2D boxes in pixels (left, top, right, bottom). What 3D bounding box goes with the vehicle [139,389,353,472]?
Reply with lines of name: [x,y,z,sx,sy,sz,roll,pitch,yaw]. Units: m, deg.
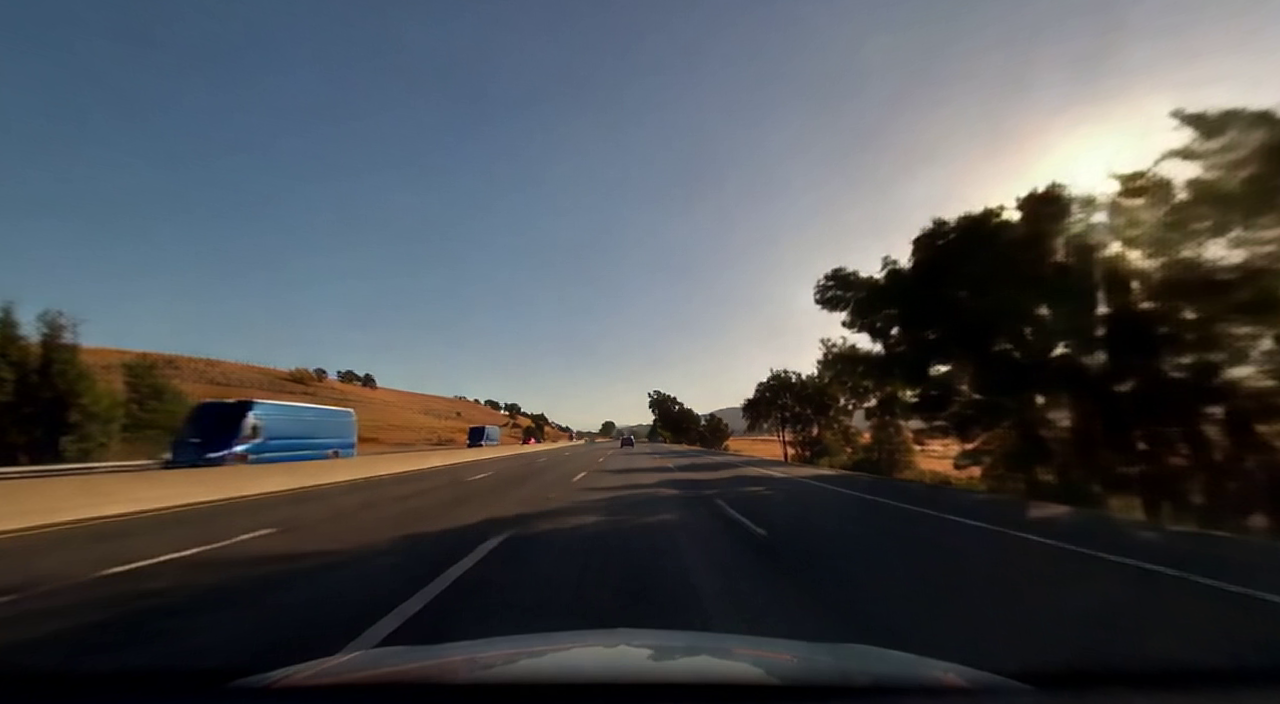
vehicle: [-23.566,5.049,39.853,3.224,4.158,16.324,0,-8,0]
